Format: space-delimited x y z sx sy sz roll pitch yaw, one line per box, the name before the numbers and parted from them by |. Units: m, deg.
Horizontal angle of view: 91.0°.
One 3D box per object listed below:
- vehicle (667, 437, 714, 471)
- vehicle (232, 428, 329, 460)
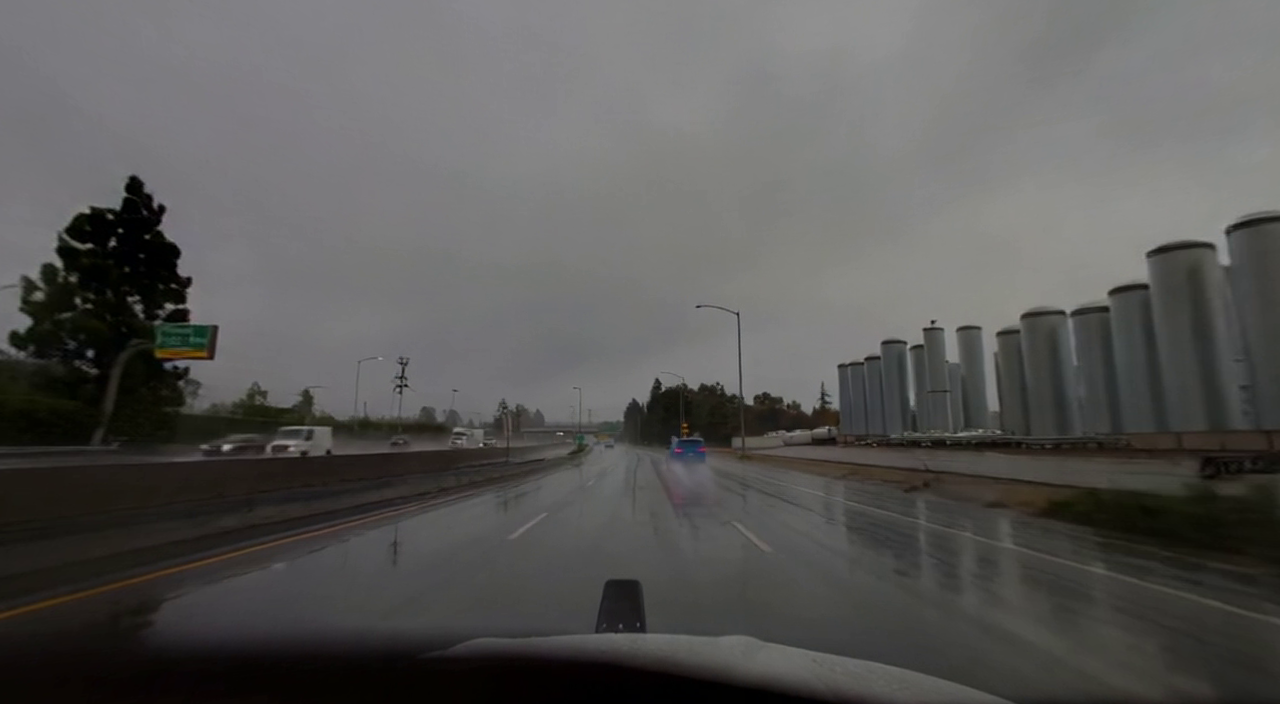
vehicle | 2.858 5.934 36.817 2.296 1.790 5.067 0 -9 -1
vehicle | -18.152 4.683 32.068 2.023 1.509 4.540 -1 -9 4
